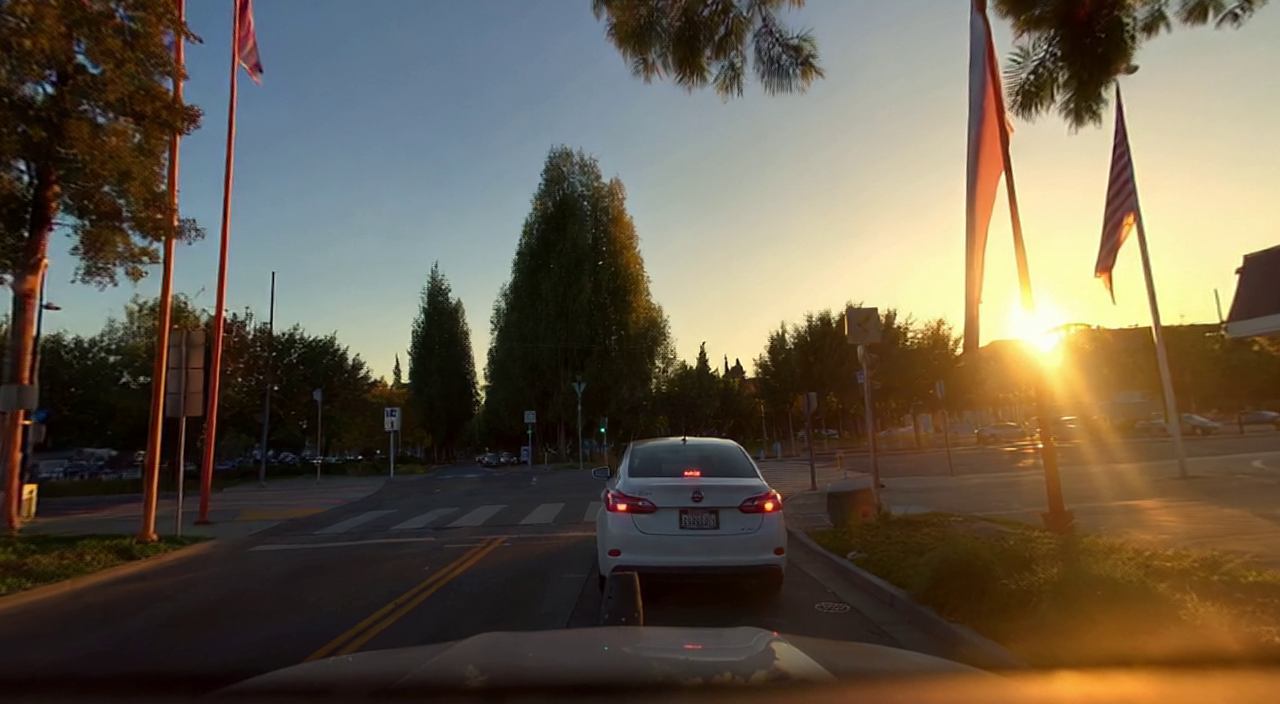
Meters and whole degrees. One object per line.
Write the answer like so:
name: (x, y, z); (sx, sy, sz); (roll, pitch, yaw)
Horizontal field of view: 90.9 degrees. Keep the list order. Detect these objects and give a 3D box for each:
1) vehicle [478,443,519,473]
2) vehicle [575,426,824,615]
vehicle: (-9.992, 7.495, 44.750); (2.212, 1.948, 4.537); (0, -9, -5)
vehicle: (0.385, 1.618, 6.900); (1.985, 1.463, 3.647); (0, -9, -3)
